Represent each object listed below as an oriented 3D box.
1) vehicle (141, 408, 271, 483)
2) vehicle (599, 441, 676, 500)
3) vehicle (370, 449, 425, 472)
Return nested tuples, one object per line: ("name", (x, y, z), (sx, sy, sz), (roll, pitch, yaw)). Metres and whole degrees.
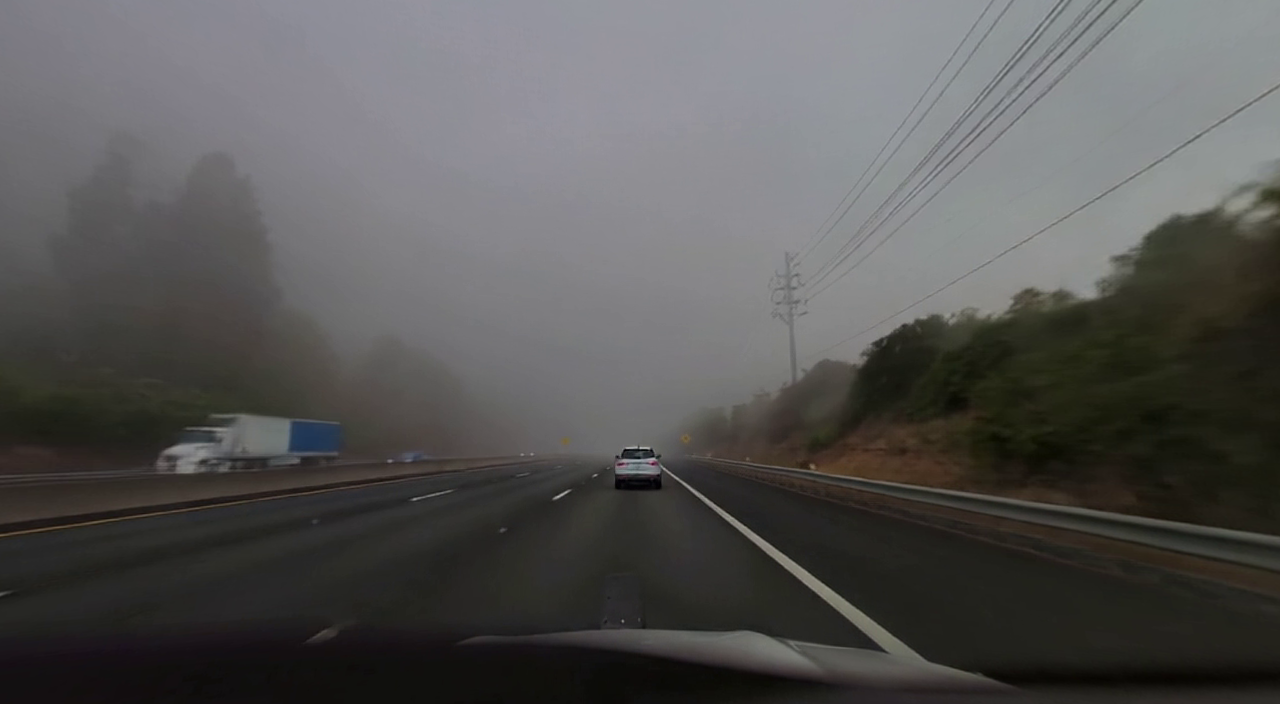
("vehicle", (-24.741, 5.392, 36.388), (2.968, 3.909, 5.984), (0, -9, 0))
("vehicle", (-0.087, 3.373, 18.361), (1.966, 1.499, 4.298), (0, -9, -1))
("vehicle", (-16.290, 7.290, 42.533), (1.974, 1.485, 4.249), (0, -9, 0))
